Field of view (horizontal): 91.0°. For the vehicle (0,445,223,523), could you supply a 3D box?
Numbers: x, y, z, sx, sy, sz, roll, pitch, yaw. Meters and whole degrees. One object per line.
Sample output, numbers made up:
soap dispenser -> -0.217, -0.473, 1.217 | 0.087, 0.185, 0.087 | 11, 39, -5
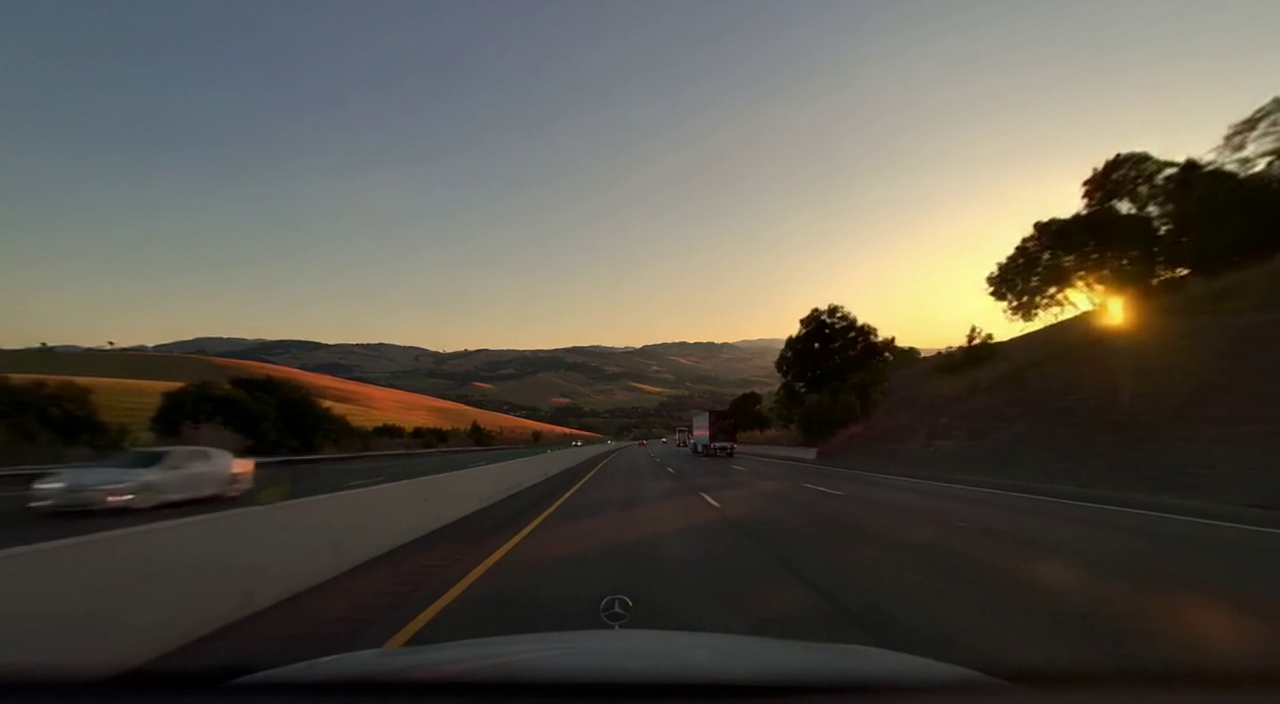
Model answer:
vehicle -> -11.723, 2.855, 14.213 | 1.939, 1.470, 3.994 | 0, -8, -1
